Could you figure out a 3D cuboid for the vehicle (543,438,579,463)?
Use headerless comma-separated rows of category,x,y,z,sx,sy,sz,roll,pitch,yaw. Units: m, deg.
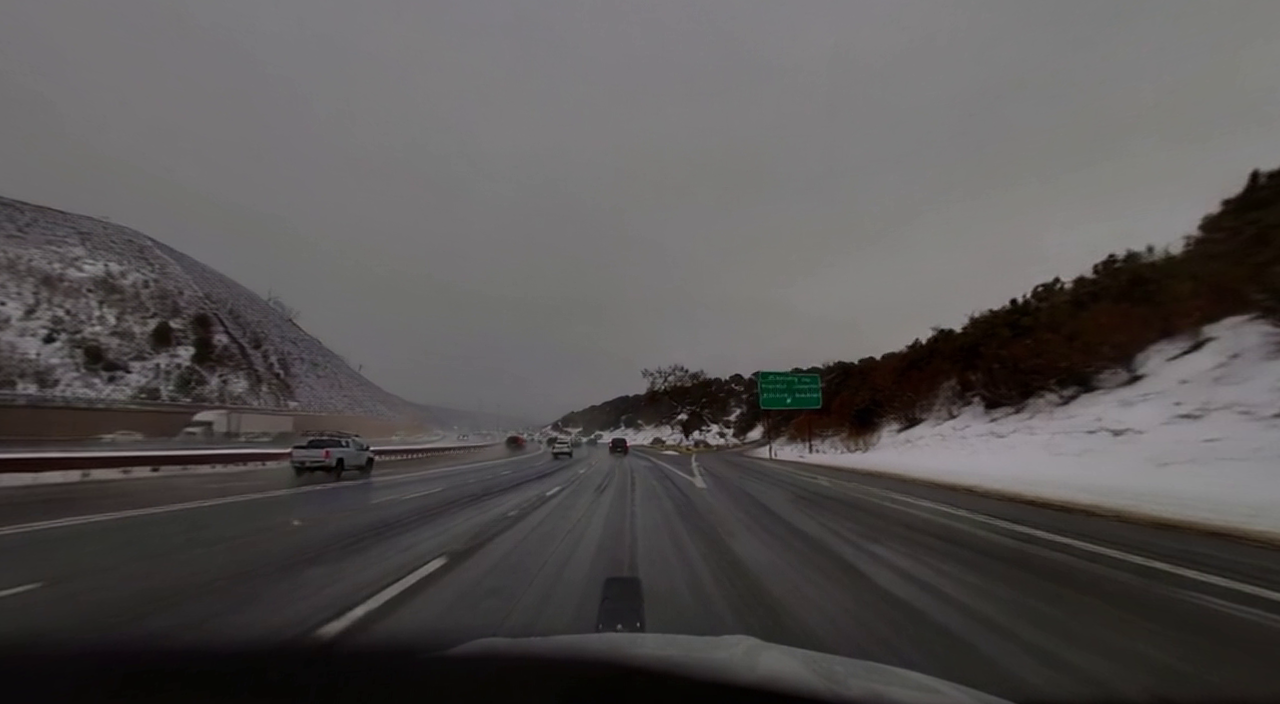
vehicle,-5.295,6.666,42.686,2.060,1.631,4.214,0,-8,-2

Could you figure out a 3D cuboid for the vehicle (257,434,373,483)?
vehicle,-12.017,3.955,23.669,2.047,1.645,4.451,0,-8,-1
